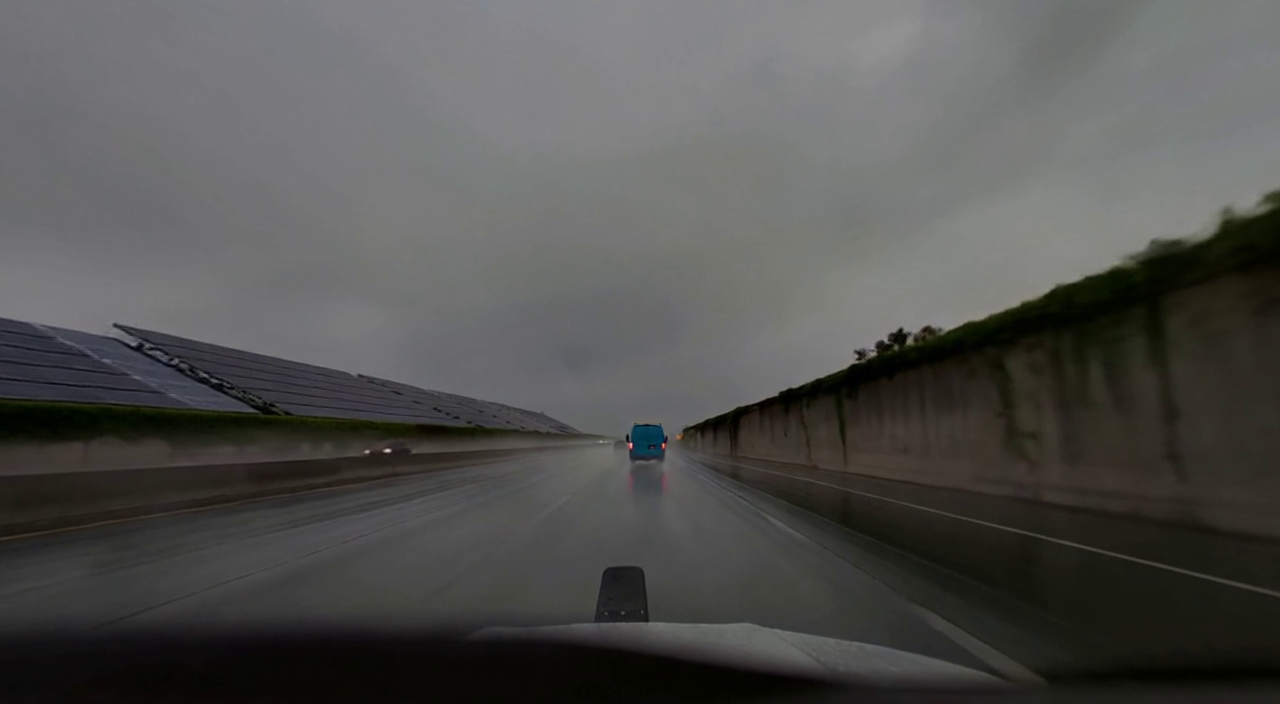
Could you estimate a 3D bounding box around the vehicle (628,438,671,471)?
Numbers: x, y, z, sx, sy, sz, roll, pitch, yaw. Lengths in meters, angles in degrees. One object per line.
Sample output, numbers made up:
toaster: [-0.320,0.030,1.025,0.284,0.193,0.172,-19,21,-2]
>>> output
vehicle: [0.457,5.003,30.887,1.997,1.484,3.409,0,-8,1]
